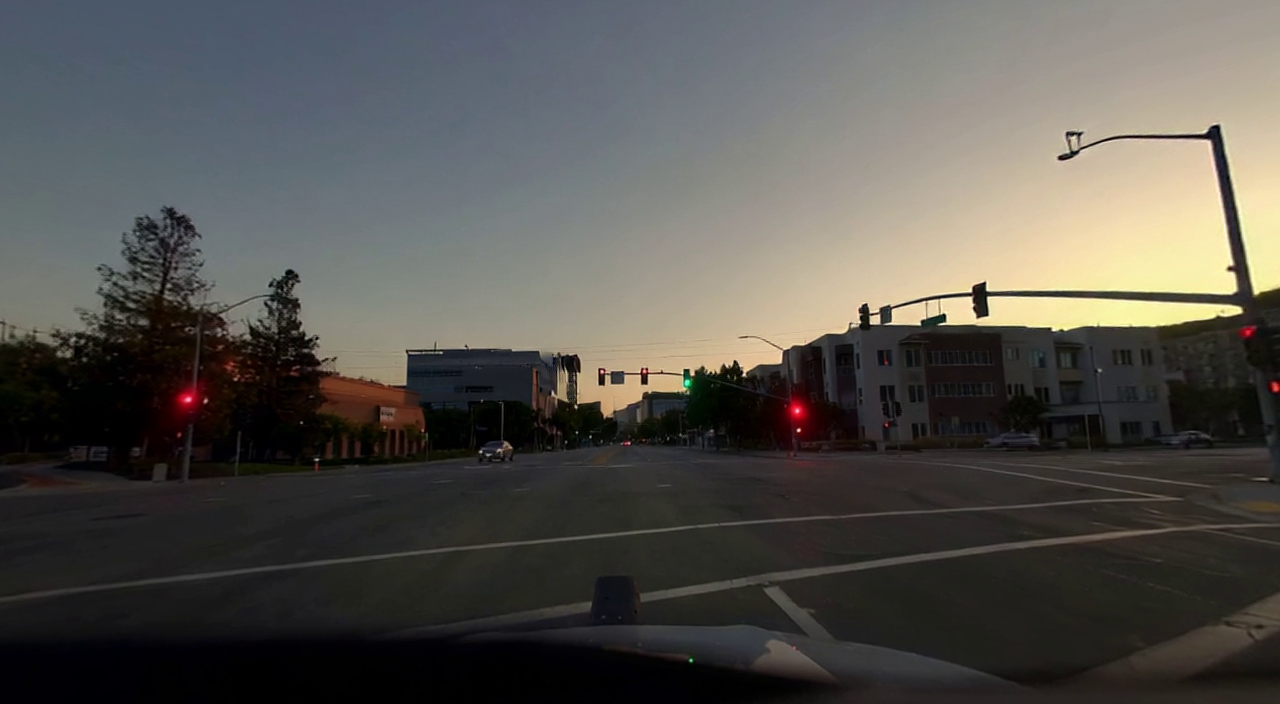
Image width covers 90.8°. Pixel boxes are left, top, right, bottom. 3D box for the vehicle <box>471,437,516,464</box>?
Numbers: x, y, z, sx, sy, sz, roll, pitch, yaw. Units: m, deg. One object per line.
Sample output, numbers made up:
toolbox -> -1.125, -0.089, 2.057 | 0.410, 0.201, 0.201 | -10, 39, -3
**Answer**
vehicle -> -9.735, 6.615, 42.365 | 1.988, 1.692, 4.412 | 0, -8, 0
